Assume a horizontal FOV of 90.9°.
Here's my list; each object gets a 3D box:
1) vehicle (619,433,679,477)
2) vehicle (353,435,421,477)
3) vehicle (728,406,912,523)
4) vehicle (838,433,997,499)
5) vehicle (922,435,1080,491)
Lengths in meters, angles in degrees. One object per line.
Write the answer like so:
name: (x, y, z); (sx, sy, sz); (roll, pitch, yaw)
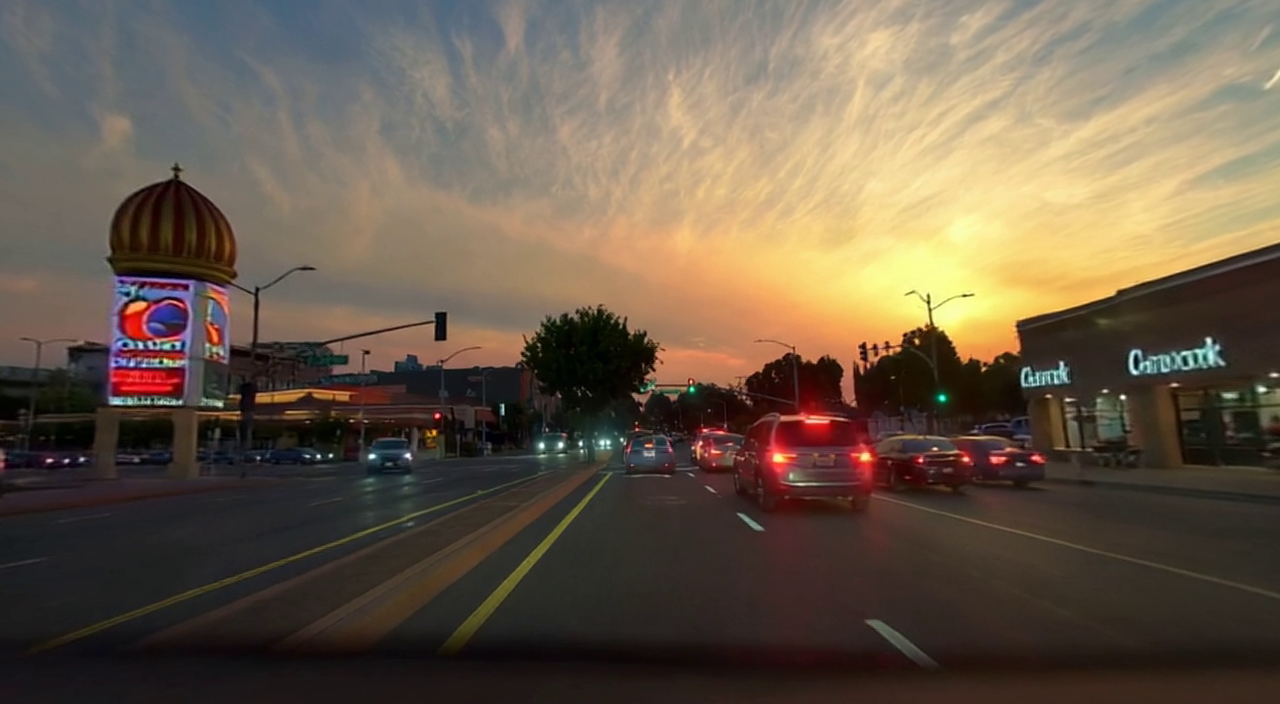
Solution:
vehicle: (0.282, 3.860, 23.805); (2.073, 1.496, 3.892); (0, -8, -1)
vehicle: (-11.794, 4.774, 29.239); (2.106, 1.751, 4.554); (5, -10, -31)
vehicle: (3.136, 2.101, 12.293); (2.038, 1.787, 4.946); (0, -8, -1)
vehicle: (6.910, 2.873, 16.349); (2.059, 1.458, 4.395); (0, -8, -1)
vehicle: (10.543, 3.259, 18.945); (1.881, 1.463, 4.726); (0, -8, -1)
